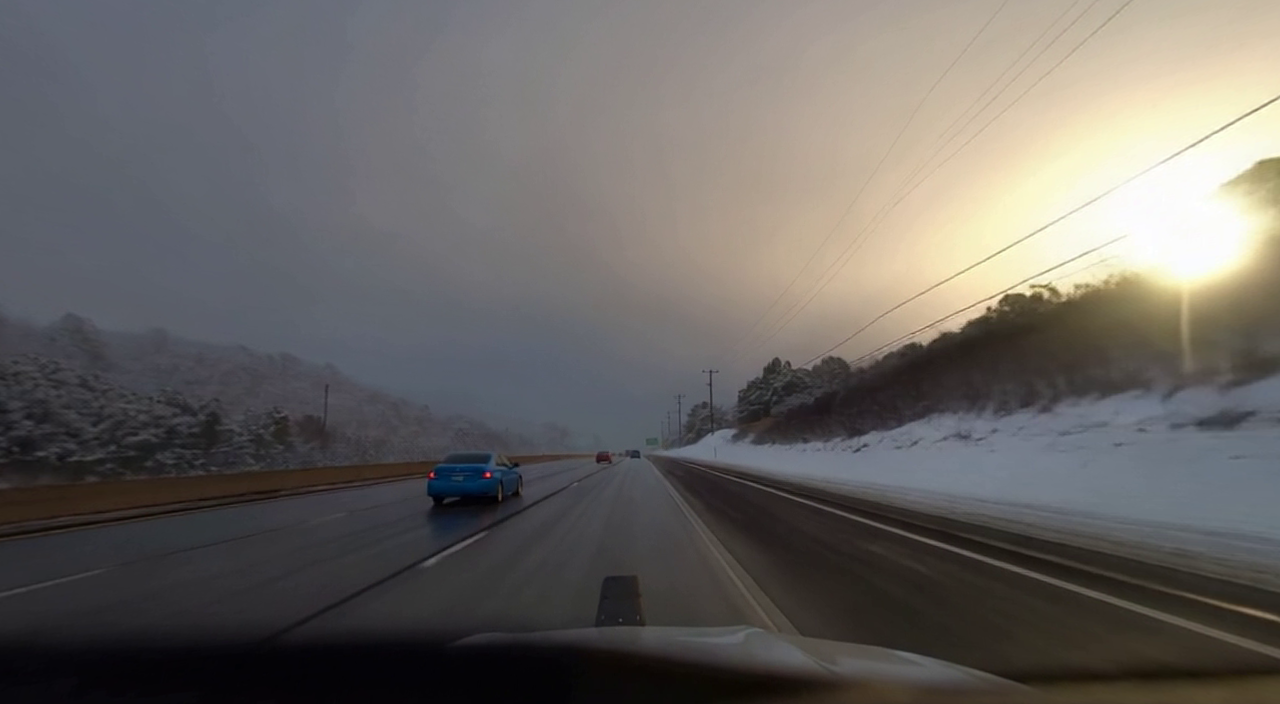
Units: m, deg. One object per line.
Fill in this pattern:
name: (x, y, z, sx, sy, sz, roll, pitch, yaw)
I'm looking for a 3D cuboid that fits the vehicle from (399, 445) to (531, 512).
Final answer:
vehicle: (-4.380, 3.250, 16.796, 2.064, 1.489, 4.966, 0, -9, 0)
